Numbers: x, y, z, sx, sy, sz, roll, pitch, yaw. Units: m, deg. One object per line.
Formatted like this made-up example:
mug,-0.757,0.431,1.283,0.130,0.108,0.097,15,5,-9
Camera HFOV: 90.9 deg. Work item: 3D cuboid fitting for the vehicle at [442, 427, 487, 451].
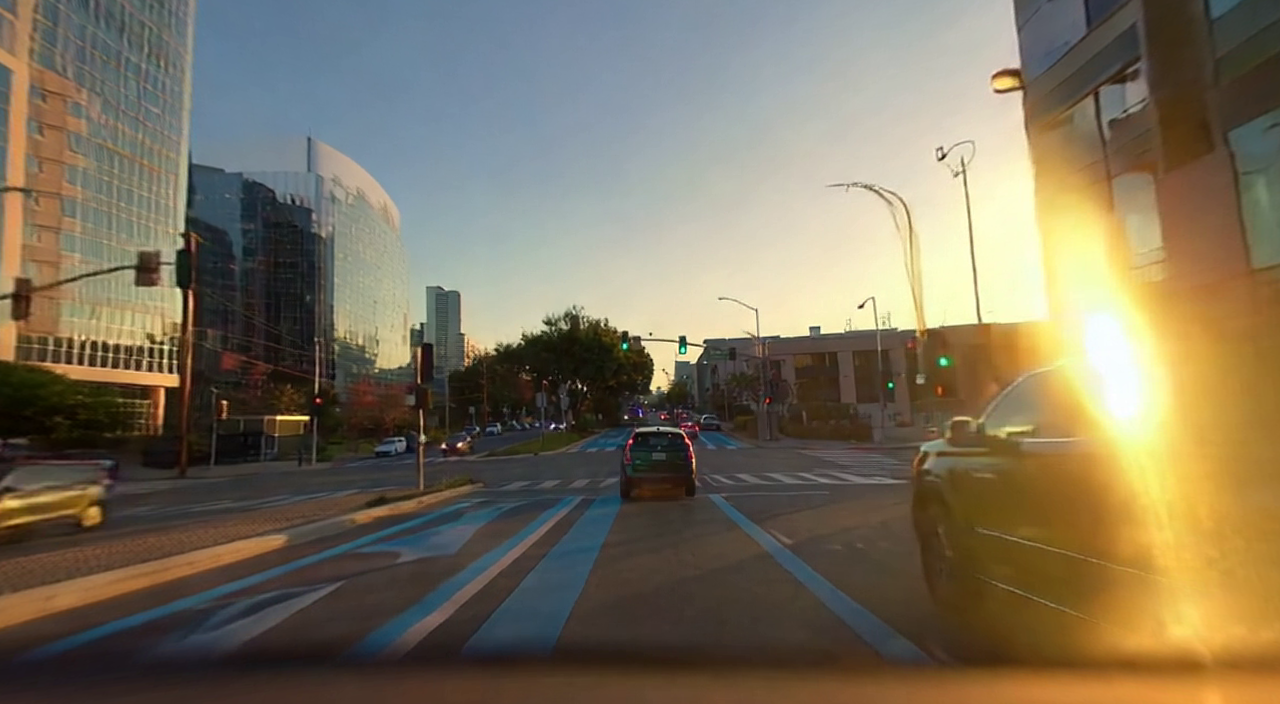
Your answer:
vehicle,-13.324,6.685,48.155,2.062,1.697,4.321,0,-8,2

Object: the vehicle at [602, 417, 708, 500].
vehicle,0.337,2.638,15.868,2.283,1.773,4.255,0,-9,0

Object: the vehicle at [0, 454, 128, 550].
vehicle,-13.380,2.999,12.719,2.025,1.785,4.845,0,-9,0

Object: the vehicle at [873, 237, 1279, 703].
vehicle,3.374,0.703,2.450,2.487,2.048,6.443,0,-9,0

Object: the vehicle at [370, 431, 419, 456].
vehicle,-19.221,7.193,49.553,2.060,1.867,4.626,0,-9,-2
